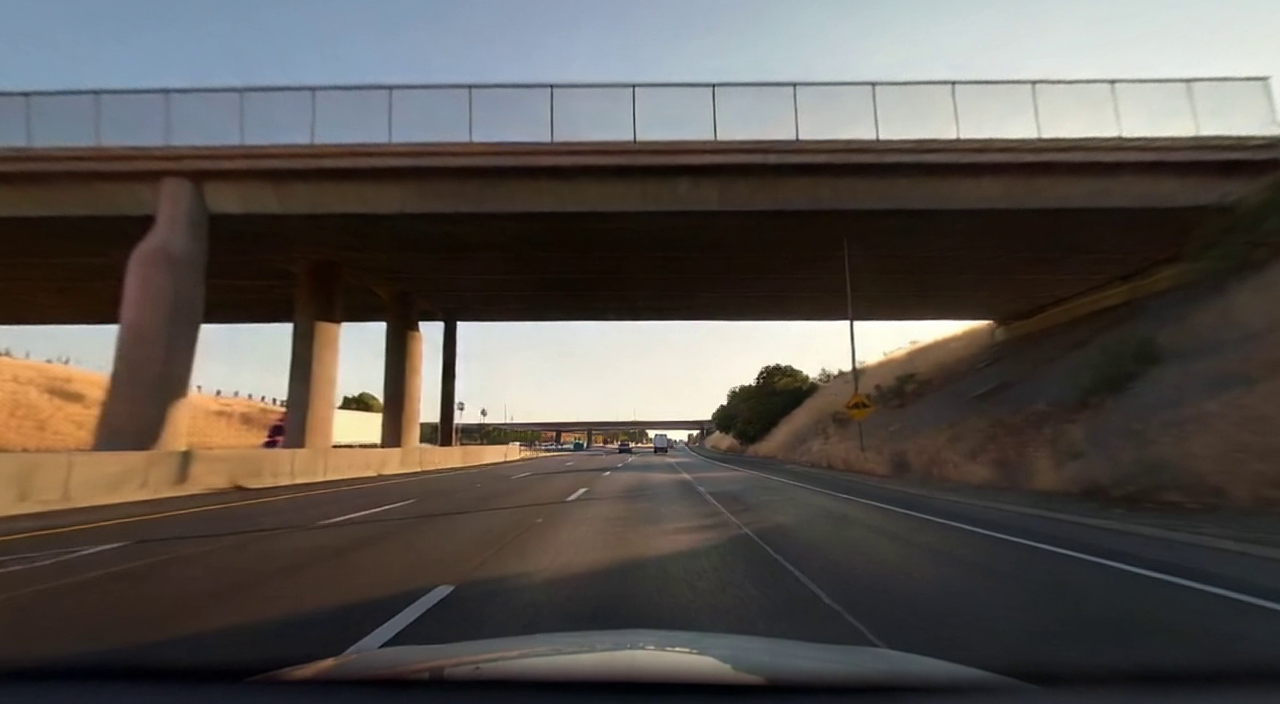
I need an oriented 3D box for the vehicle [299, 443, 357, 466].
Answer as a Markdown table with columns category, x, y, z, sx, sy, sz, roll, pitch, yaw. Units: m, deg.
| category | x | y | z | sx | sy | sz | roll | pitch | yaw |
| --- | --- | --- | --- | --- | --- | --- | --- | --- | --- |
| vehicle | -23.482 | 7.715 | 47.708 | 1.958 | 1.613 | 4.502 | 0 | -9 | 2 |
